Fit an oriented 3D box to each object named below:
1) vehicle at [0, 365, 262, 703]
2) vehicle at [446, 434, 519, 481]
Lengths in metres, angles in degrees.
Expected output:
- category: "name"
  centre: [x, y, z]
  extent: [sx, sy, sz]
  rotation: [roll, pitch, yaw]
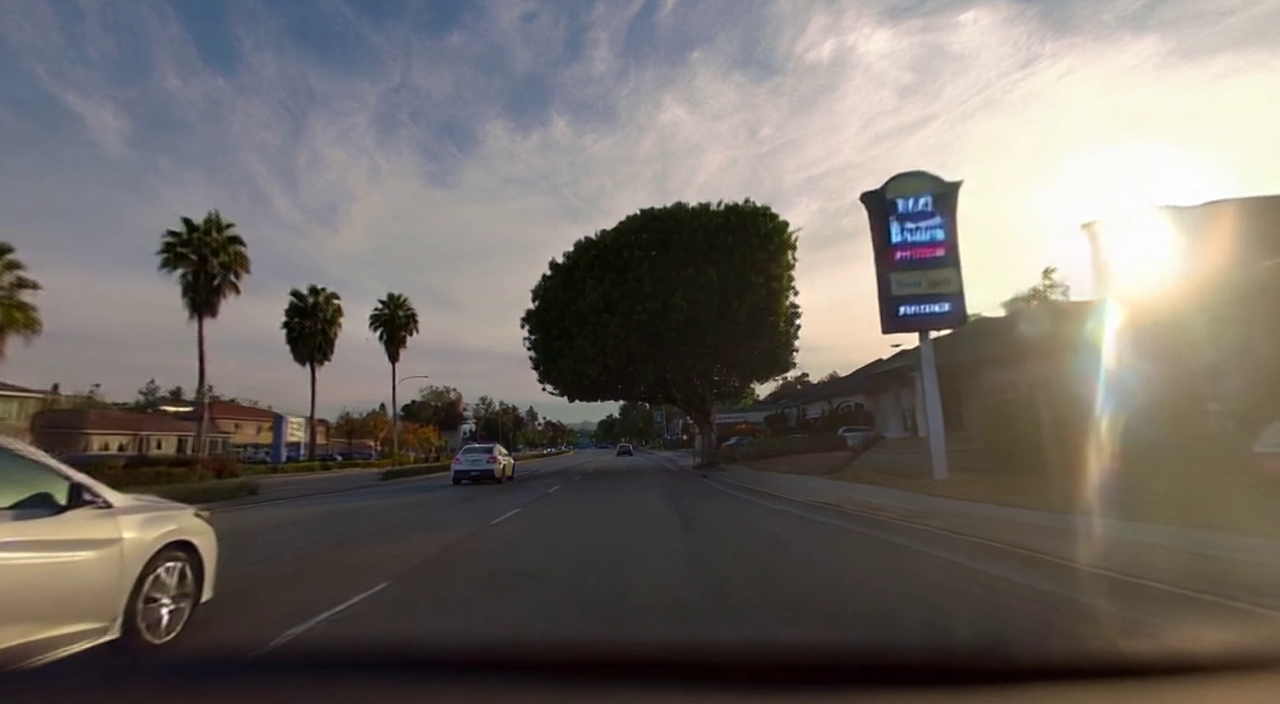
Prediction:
- category: "vehicle"
  centre: [-3.904, 0.870, 2.657]
  extent: [2.041, 1.666, 4.182]
  rotation: [0, -9, -1]
- category: "vehicle"
  centre: [-6.768, 4.589, 27.614]
  extent: [2.136, 1.844, 4.363]
  rotation: [0, -9, -1]
